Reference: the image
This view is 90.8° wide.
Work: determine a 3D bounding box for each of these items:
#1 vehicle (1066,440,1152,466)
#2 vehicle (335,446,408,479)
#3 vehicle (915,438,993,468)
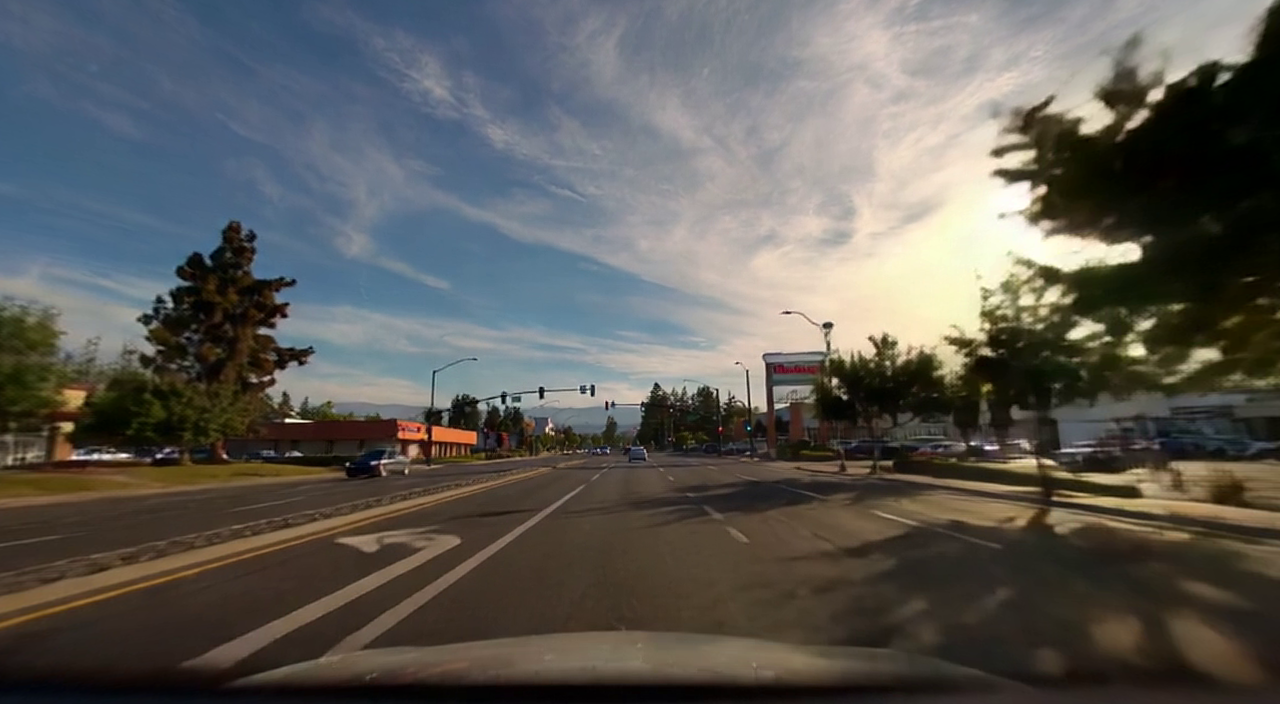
[{"bbox_3d":[32.449,6.999,43.828,4.335,1.675,1.885,0,-9,2],"label":"vehicle"},{"bbox_3d":[-15.725,6.478,37.355,2.102,1.800,4.849,0,-9,1],"label":"vehicle"},{"bbox_3d":[19.384,6.202,38.950,4.717,1.714,1.985,5,-10,-31],"label":"vehicle"}]
